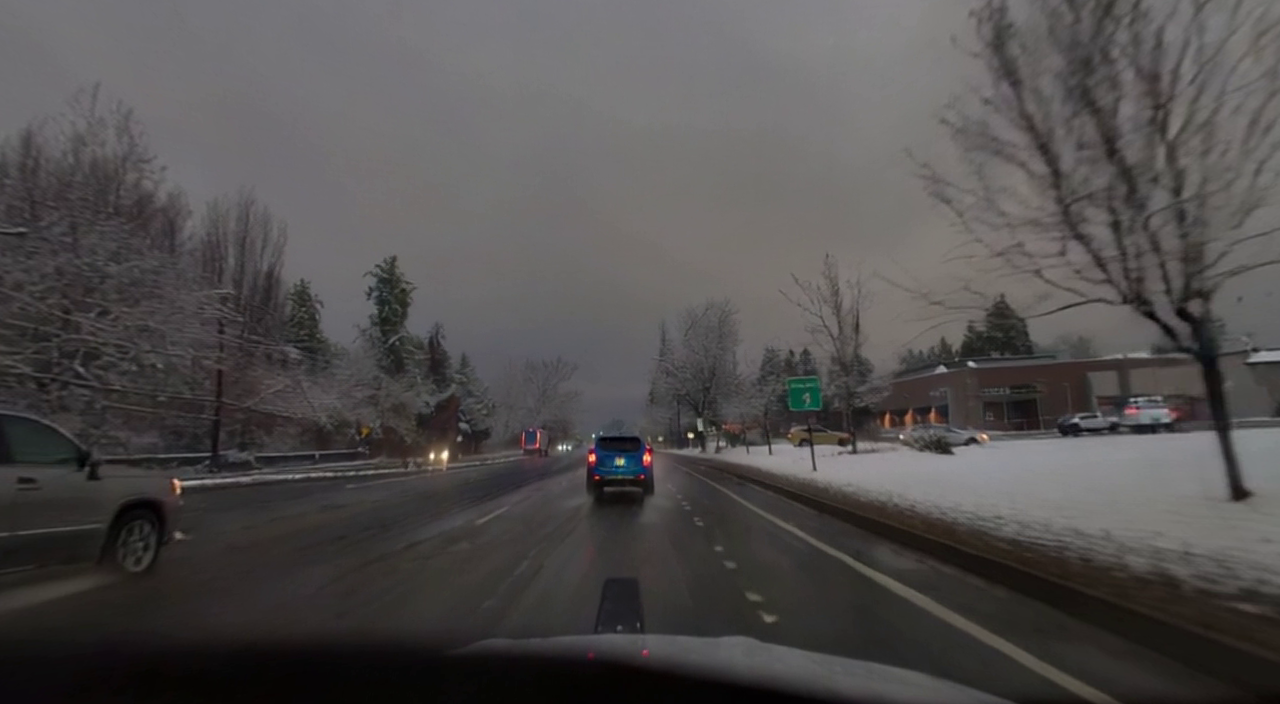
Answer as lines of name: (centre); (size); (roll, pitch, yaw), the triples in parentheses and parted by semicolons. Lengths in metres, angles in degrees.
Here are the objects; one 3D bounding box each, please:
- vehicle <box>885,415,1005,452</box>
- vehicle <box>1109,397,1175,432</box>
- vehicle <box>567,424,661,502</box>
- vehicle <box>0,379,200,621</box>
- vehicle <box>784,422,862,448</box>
vehicle: (13.011, 3.504, 27.097); (4.204, 1.486, 1.781); (0, -8, 0)
vehicle: (26.774, 3.385, 33.813); (1.895, 1.576, 4.434); (-5, -10, 28)
vehicle: (-0.610, 2.861, 16.592); (2.131, 1.761, 4.242); (0, -9, -1)
vehicle: (-5.943, 1.107, 4.712); (2.178, 1.819, 4.530); (1, -9, -3)
vehicle: (12.909, 5.891, 44.802); (4.873, 1.796, 1.990); (0, -8, 0)
